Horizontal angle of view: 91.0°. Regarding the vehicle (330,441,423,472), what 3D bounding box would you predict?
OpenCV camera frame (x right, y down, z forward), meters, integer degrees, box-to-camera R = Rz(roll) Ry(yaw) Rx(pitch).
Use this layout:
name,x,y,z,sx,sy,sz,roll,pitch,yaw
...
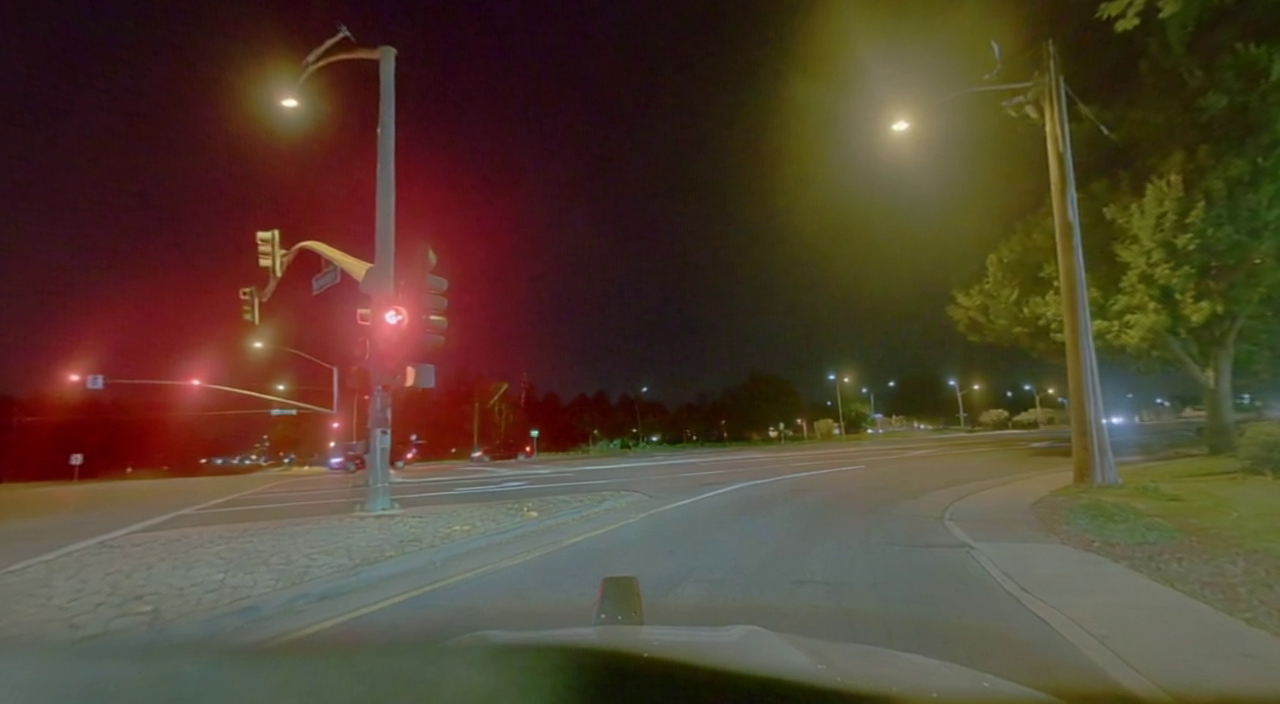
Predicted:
name,x,y,z,sx,sy,sz,roll,pitch,yaw
vehicle,-16.209,6.388,38.832,4.782,1.776,2.118,7,-11,-38

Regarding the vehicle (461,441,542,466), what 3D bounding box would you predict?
name,x,y,z,sx,sy,sz,roll,pitch,yaw
vehicle,-8.573,6.327,39.230,4.527,1.444,1.811,7,-11,-38
